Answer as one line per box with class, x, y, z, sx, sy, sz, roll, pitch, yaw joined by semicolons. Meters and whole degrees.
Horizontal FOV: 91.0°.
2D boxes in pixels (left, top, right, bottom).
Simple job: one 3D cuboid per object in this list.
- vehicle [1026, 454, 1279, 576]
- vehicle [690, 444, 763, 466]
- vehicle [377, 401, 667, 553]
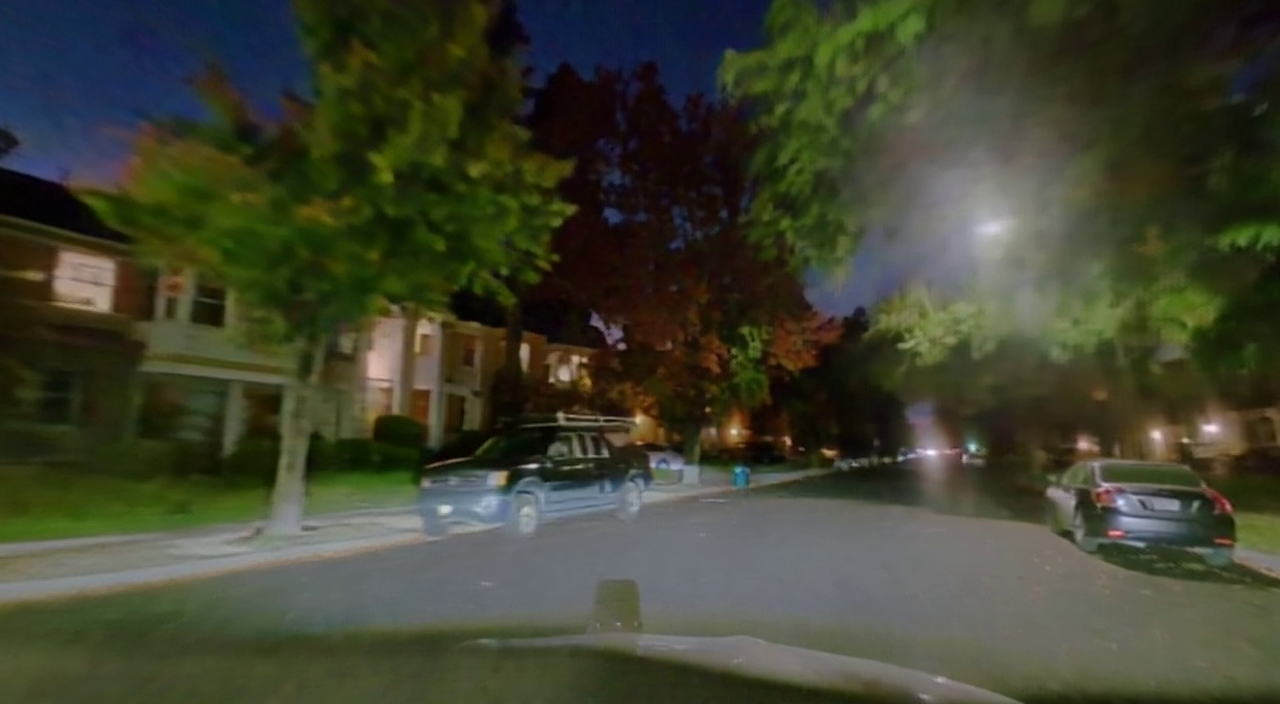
vehicle;7.902;2.424;10.320;1.959;1.431;4.647;-4;-10;23
vehicle;6.362;7.581;46.348;4.977;1.558;2.079;-4;-10;25
vehicle;-1.689;2.236;11.970;2.337;2.084;6.088;-4;-10;23
